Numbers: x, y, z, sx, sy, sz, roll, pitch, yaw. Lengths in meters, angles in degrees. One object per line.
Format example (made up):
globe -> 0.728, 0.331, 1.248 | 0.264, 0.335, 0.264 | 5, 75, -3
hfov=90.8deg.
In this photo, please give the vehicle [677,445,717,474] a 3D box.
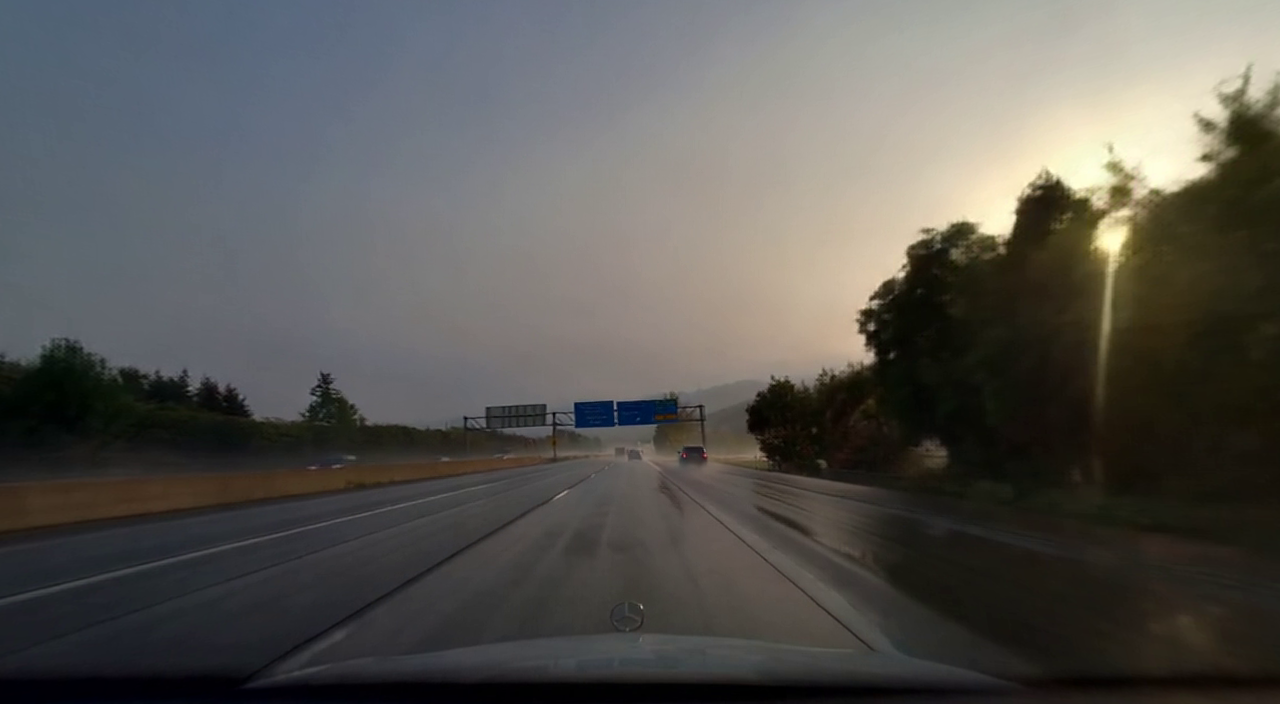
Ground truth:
vehicle -> 3.617, 6.935, 41.073 | 2.133, 1.746, 4.511 | 0, -9, -1
